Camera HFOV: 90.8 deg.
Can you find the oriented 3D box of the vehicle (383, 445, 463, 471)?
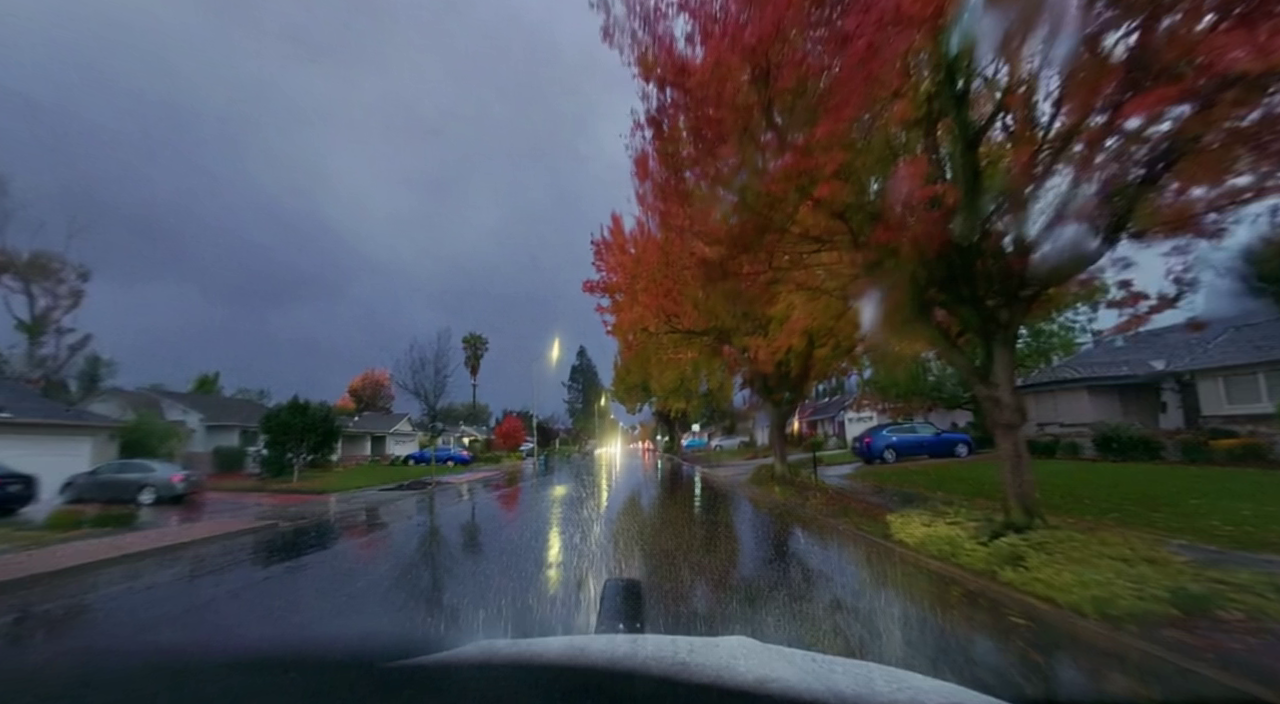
[{"bbox_3d":[-15.303,7.490,44.677,4.830,1.725,2.116,0,-9,1],"label":"vehicle"}]

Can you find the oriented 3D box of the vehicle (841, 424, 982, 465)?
[{"bbox_3d":[10.230,3.524,24.084,4.422,1.488,2.013,0,-8,0],"label":"vehicle"}]

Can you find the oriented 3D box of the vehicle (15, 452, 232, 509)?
[{"bbox_3d":[-14.875,3.696,18.441,4.492,1.501,1.903,1,-9,-5],"label":"vehicle"}]
